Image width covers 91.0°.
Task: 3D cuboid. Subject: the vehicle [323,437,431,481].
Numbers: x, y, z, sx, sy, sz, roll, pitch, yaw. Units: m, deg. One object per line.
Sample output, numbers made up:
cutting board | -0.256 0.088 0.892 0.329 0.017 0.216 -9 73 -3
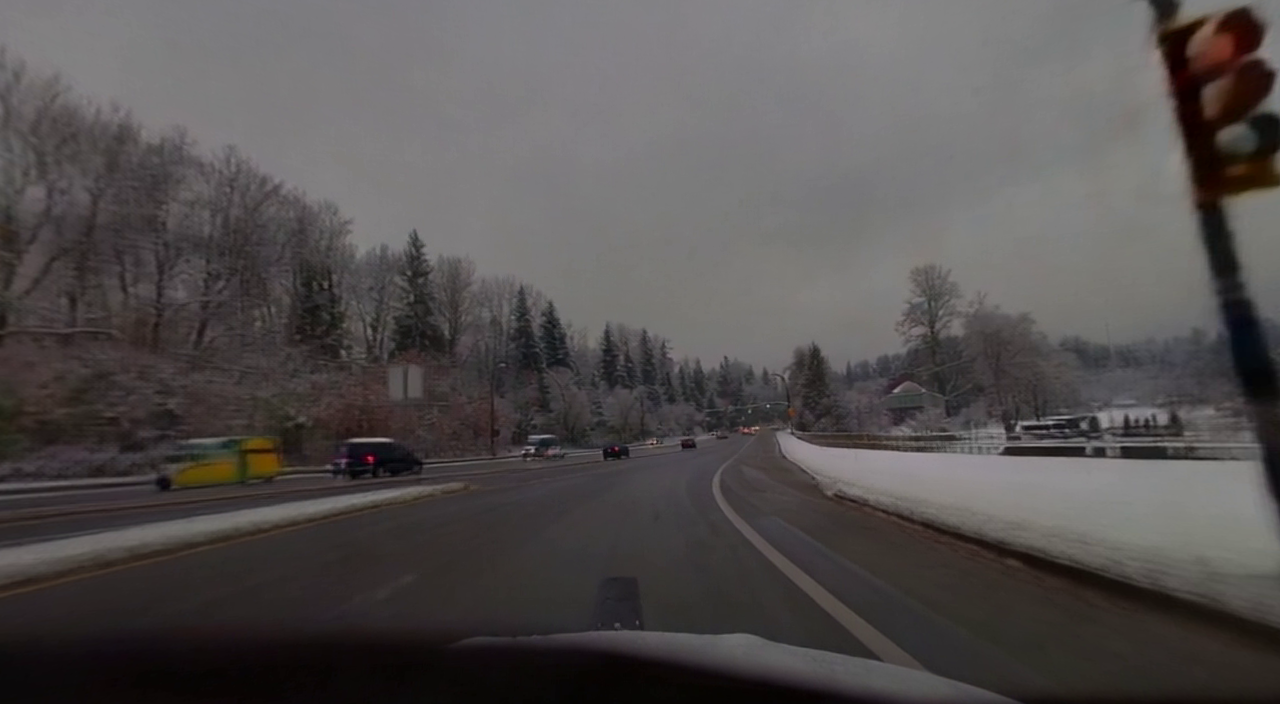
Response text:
vehicle | -13.375 5.461 32.441 2.368 2.012 5.021 -2 -9 17
